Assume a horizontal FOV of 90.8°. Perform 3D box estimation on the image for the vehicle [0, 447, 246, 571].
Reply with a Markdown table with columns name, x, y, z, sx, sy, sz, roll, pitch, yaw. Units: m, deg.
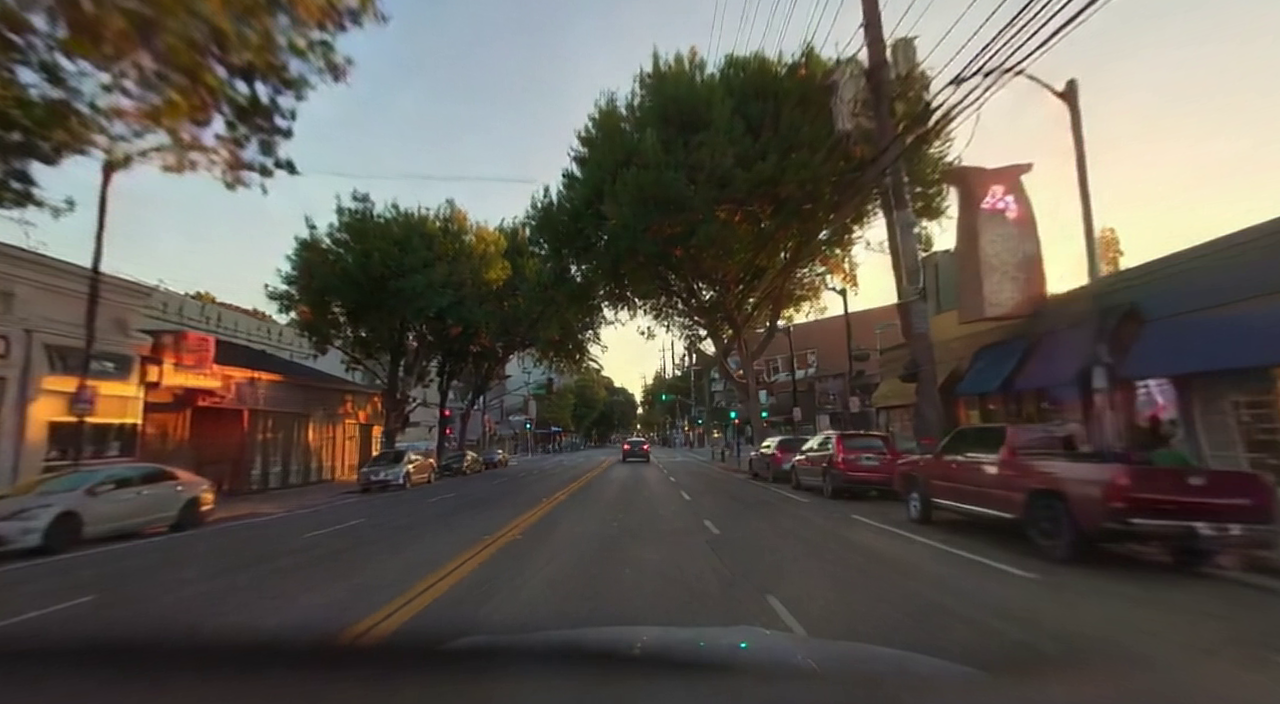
| name | x | y | z | sx | sy | sz | roll | pitch | yaw |
| --- | --- | --- | --- | --- | --- | --- | --- | --- | --- |
| vehicle | -10.063 | 2.650 | 11.778 | 1.988 | 1.718 | 5.661 | 0 | -8 | -2 |

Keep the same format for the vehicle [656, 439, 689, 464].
| name | x | y | z | sx | sy | sz | roll | pitch | yaw |
| --- | --- | --- | --- | --- | --- | --- | --- | --- | --- |
| vehicle | 2.120 | 6.629 | 42.199 | 1.998 | 1.580 | 4.015 | 0 | -8 | -1 |

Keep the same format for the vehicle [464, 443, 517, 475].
| name | x | y | z | sx | sy | sz | roll | pitch | yaw |
| --- | --- | --- | --- | --- | --- | --- | --- | --- | --- |
| vehicle | -9.976 | 7.172 | 42.665 | 2.048 | 1.985 | 6.011 | 0 | -9 | 0 |

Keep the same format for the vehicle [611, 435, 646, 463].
| name | x | y | z | sx | sy | sz | roll | pitch | yaw |
| --- | --- | --- | --- | --- | --- | --- | --- | --- | --- |
| vehicle | -0.800 | 6.883 | 45.059 | 2.301 | 1.854 | 4.919 | 0 | -8 | 0 |

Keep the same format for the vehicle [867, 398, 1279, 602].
| name | x | y | z | sx | sy | sz | roll | pitch | yaw |
| --- | --- | --- | --- | --- | --- | --- | --- | --- | --- |
| vehicle | 5.588 | 1.794 | 8.856 | 2.293 | 1.830 | 6.070 | 0 | -9 | -3 |

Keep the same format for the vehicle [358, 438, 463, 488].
| name | x | y | z | sx | sy | sz | roll | pitch | yaw |
| --- | --- | --- | --- | --- | --- | --- | --- | --- | --- |
| vehicle | -9.610 | 4.706 | 27.086 | 2.305 | 1.883 | 5.580 | 0 | -9 | 1 |

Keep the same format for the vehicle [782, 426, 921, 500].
| name | x | y | z | sx | sy | sz | roll | pitch | yaw |
| --- | --- | --- | --- | --- | --- | --- | --- | --- | --- |
| vehicle | 5.724 | 3.044 | 17.918 | 2.070 | 1.761 | 4.848 | 0 | -8 | -3 |
